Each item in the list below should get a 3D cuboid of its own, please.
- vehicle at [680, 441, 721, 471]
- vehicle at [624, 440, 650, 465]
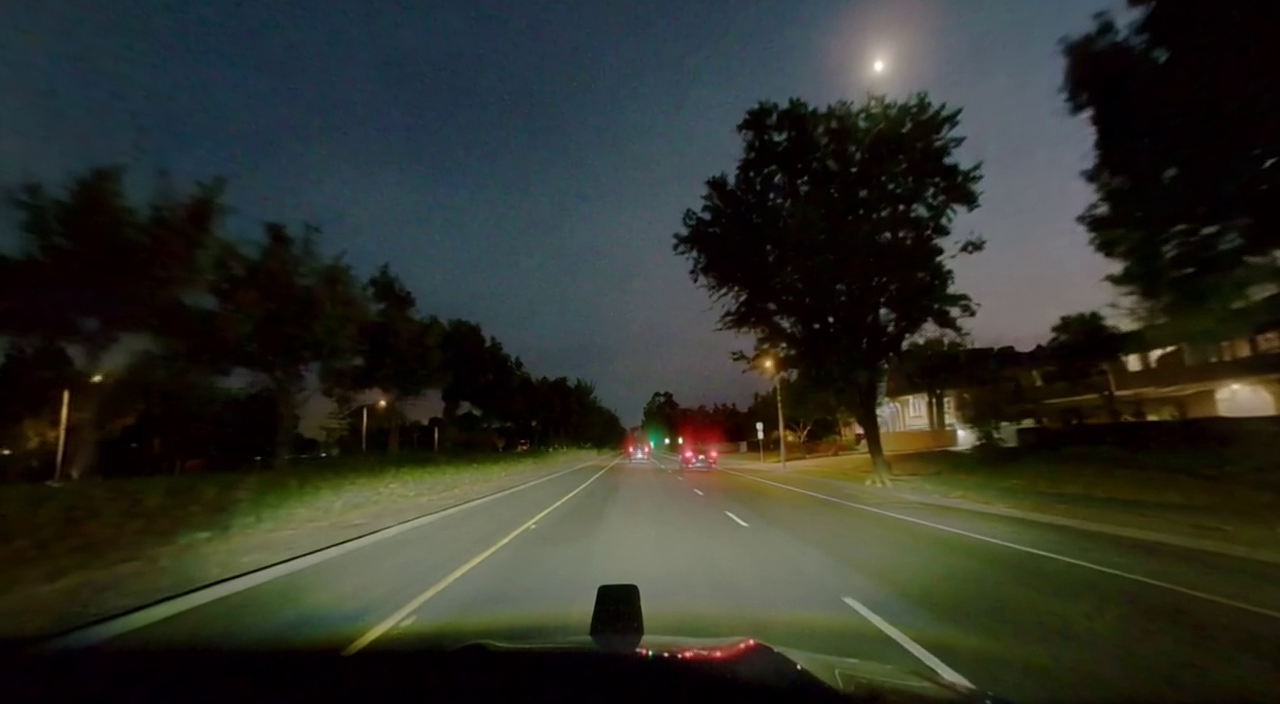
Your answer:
[{"bbox_3d":[3.527,6.147,37.367,1.888,1.640,4.044,0,-9,-2],"label":"vehicle"},{"bbox_3d":[-0.230,7.880,49.588,1.925,1.799,4.257,0,-9,-1],"label":"vehicle"}]
